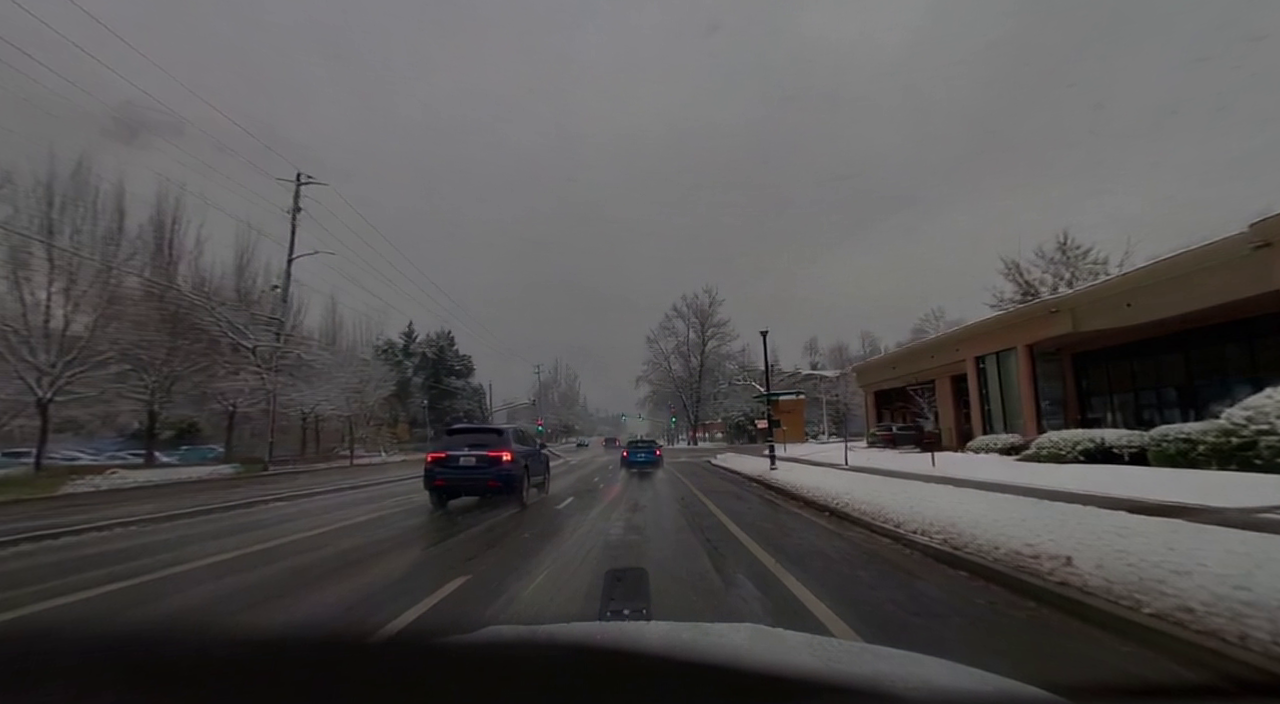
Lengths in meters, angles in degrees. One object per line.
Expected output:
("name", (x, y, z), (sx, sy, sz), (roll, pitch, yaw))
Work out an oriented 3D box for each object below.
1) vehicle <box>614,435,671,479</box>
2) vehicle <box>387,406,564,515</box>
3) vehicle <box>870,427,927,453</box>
("vehicle", (0.145, 4.184, 25.417), (2.108, 1.612, 4.246), (0, -8, 1))
("vehicle", (-3.372, 2.399, 14.411), (2.358, 1.990, 5.447), (0, -8, 2))
("vehicle", (17.524, 6.000, 42.919), (1.856, 1.491, 4.209), (-5, -8, -3))
